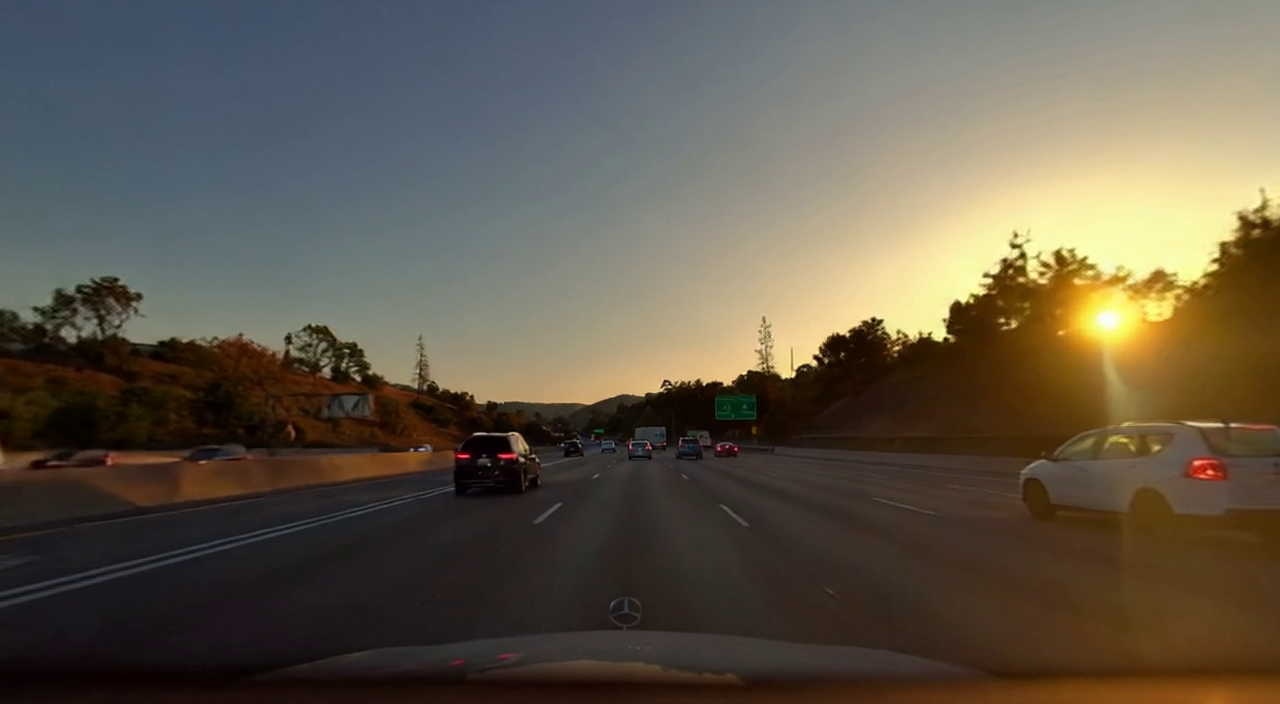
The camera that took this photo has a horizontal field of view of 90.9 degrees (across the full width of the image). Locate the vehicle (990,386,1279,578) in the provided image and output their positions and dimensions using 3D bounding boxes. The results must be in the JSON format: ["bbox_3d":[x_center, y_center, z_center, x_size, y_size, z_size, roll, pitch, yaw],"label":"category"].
[{"bbox_3d":[6.988,1.532,8.101,2.123,1.756,4.959,0,-8,0],"label":"vehicle"}]

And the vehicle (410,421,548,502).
[{"bbox_3d":[-3.850,2.743,16.173,2.118,1.750,4.875,0,-8,2],"label":"vehicle"}]

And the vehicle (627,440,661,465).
[{"bbox_3d":[0.222,6.239,39.180,2.050,1.452,3.917,0,-8,0],"label":"vehicle"}]

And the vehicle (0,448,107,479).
[{"bbox_3d":[-34.816,6.511,37.126,2.002,1.666,5.388,0,-8,1],"label":"vehicle"}]
